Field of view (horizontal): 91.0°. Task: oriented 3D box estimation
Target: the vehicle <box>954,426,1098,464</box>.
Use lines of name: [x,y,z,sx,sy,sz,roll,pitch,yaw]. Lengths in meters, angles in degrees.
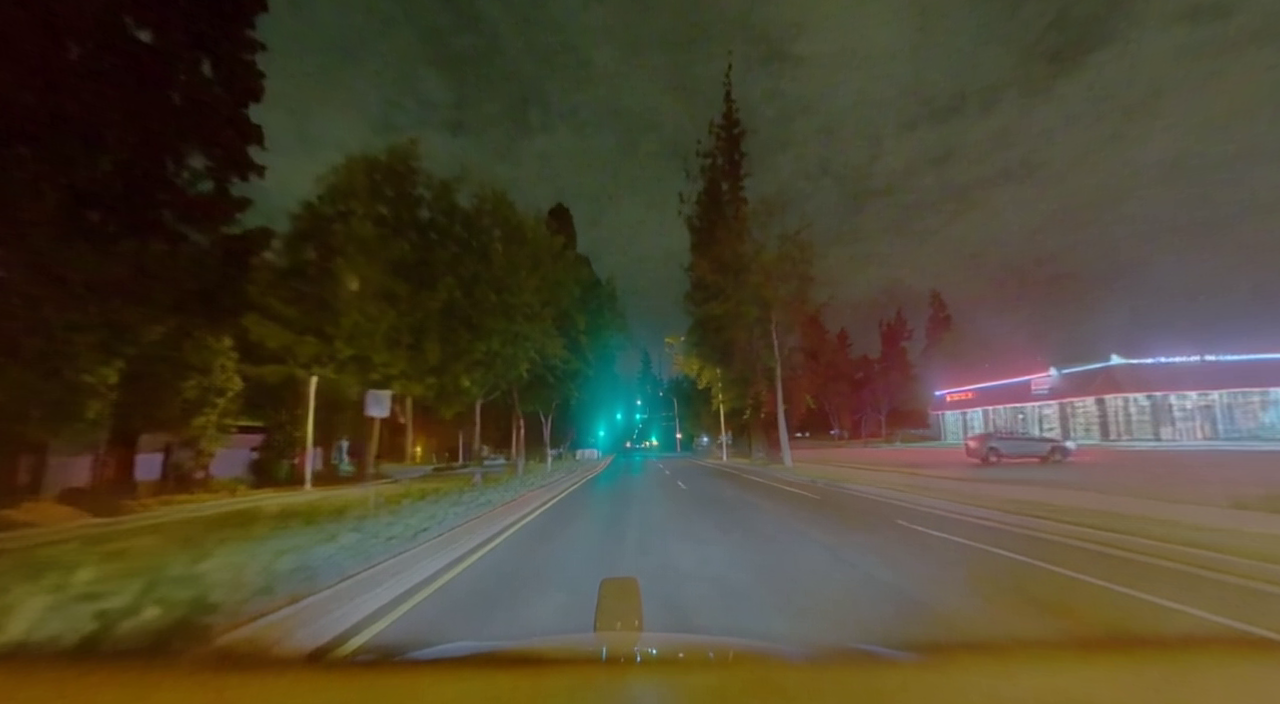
vehicle: [16.255,3.934,26.686,4.701,1.500,2.050,0,-8,0]
